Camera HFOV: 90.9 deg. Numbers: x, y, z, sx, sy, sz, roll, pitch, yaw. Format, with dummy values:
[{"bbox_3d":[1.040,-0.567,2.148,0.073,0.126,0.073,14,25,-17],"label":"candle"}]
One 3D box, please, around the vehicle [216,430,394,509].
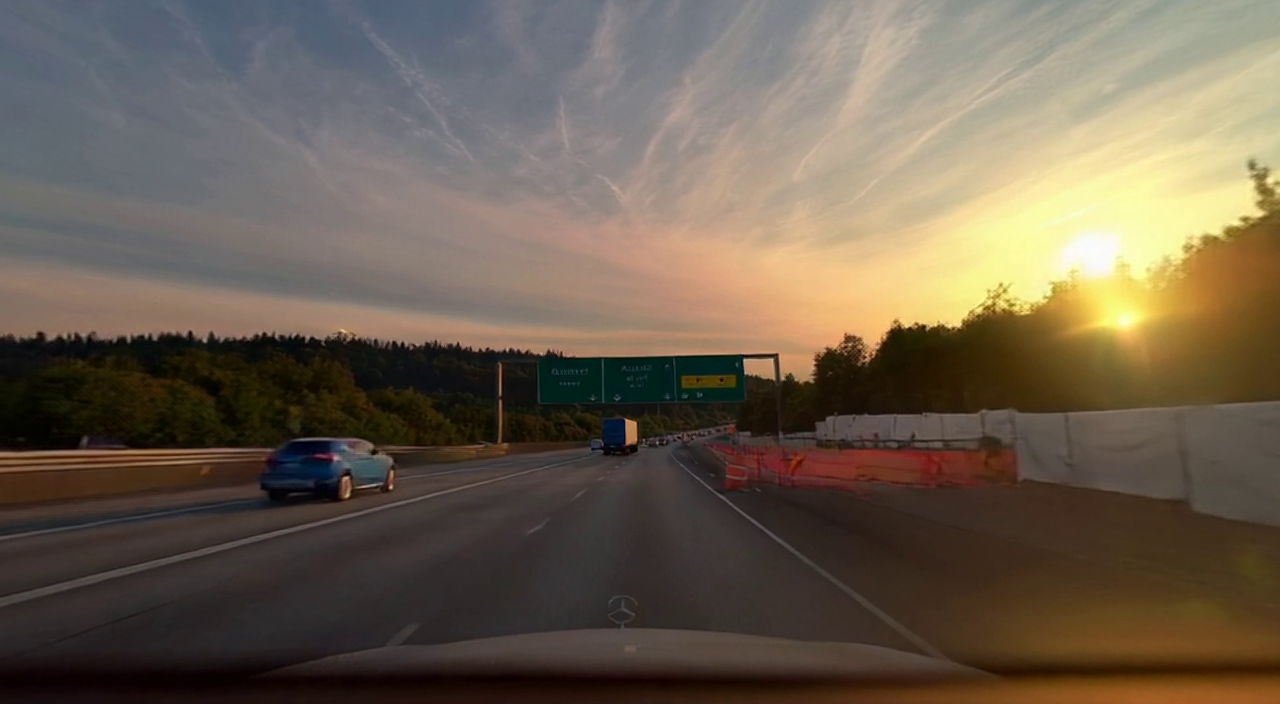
[{"bbox_3d":[-7.521,2.674,14.702,1.893,1.566,4.051,0,-9,0],"label":"vehicle"}]
